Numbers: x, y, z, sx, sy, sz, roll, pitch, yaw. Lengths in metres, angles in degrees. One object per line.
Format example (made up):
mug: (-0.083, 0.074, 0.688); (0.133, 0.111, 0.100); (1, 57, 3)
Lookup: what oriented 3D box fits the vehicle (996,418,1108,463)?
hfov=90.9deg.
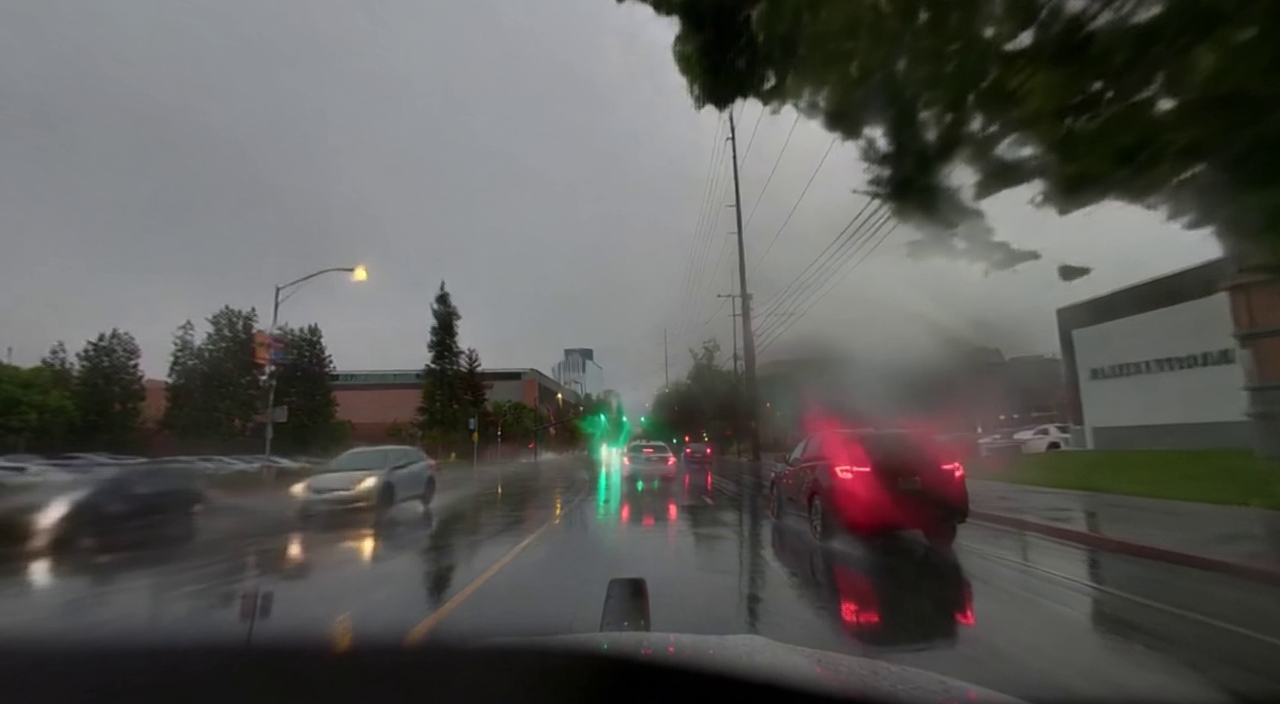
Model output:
vehicle: (18.719, 4.138, 28.986); (1.950, 1.797, 4.967); (-3, -10, 3)

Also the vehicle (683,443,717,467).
vehicle: (3.938, 6.876, 42.152); (1.880, 1.503, 4.130); (0, -9, 0)

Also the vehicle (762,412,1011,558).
vehicle: (3.373, 1.922, 9.813); (2.024, 1.711, 4.512); (0, -9, 0)

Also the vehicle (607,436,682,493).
vehicle: (0.133, 3.615, 20.634); (2.200, 1.653, 4.127); (0, -9, 0)

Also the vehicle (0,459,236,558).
vehicle: (-10.542, 2.940, 12.563); (1.967, 1.494, 4.483); (0, -9, 0)

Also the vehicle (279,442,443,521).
vehicle: (-6.658, 3.092, 15.711); (2.008, 1.638, 4.552); (0, -9, 0)
